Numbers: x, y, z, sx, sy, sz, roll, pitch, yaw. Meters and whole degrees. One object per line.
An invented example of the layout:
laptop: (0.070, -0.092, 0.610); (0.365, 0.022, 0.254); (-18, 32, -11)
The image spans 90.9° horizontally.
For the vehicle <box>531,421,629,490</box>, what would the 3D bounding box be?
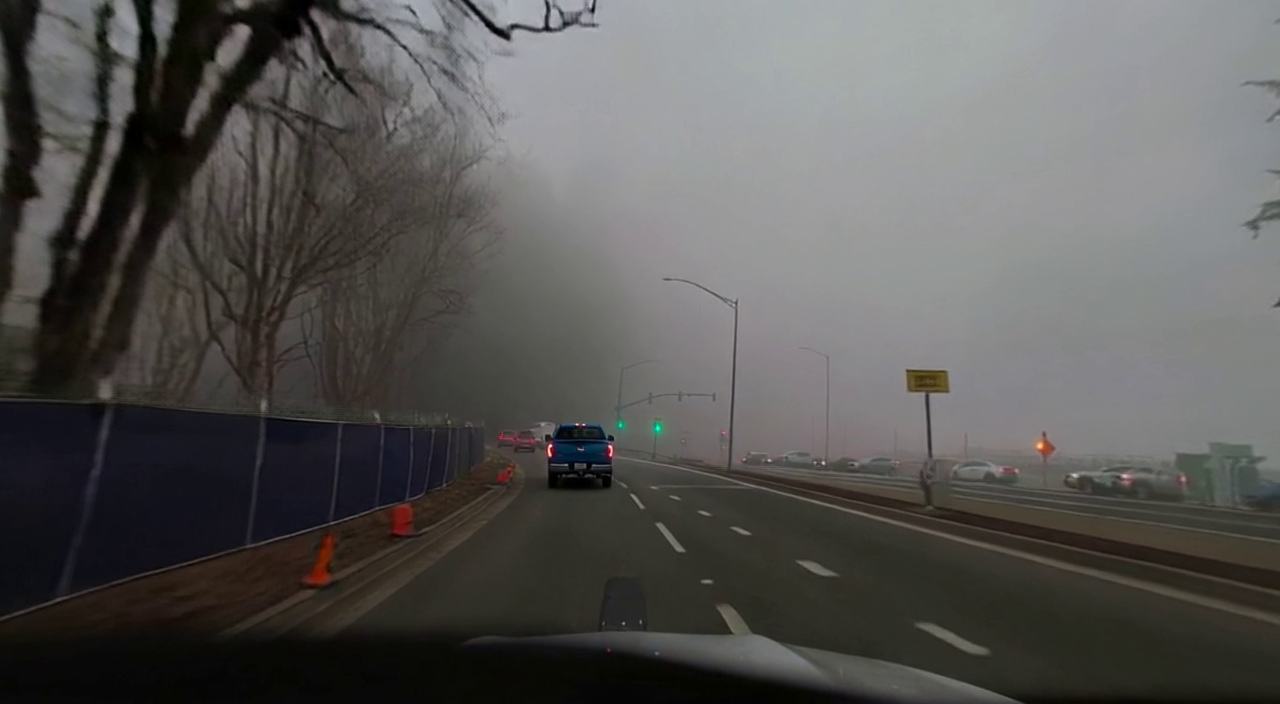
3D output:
vehicle: (-1.793, 2.972, 18.474); (2.436, 1.698, 5.322); (1, -8, -6)

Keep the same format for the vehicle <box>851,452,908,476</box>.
vehicle: (18.472, 8.605, 48.891); (1.841, 1.673, 4.470); (2, -8, -13)

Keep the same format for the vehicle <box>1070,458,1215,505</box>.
vehicle: (22.677, 5.804, 28.793); (1.938, 1.781, 5.078); (1, -8, -9)

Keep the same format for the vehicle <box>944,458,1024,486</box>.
vehicle: (20.951, 7.282, 38.622); (1.805, 1.494, 4.362); (2, -8, -12)

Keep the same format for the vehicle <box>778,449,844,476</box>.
vehicle: (10.374, 6.697, 38.538); (1.838, 1.494, 4.553); (2, -8, -14)
